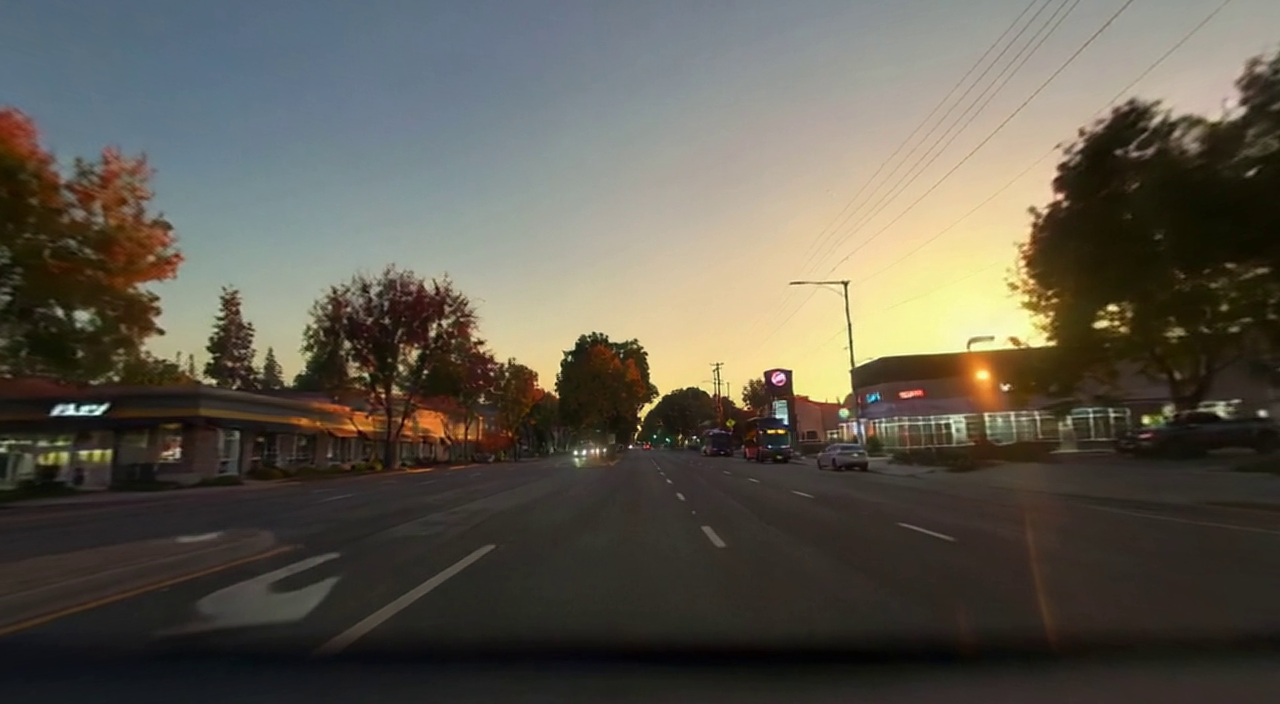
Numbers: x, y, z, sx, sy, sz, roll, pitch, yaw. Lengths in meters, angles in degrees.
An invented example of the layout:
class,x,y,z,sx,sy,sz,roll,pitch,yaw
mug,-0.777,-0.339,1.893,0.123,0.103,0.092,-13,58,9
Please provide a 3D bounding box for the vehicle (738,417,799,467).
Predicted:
class,x,y,z,sx,sy,sz,roll,pitch,yaw
vehicle,9.920,7.138,49.763,2.897,3.584,7.857,0,-9,-2

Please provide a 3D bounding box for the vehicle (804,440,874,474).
class,x,y,z,sx,sy,sz,roll,pitch,yaw
vehicle,10.265,5.449,32.953,2.085,1.630,4.403,0,-9,-1

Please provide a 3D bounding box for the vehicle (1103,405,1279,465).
class,x,y,z,sx,sy,sz,roll,pitch,yaw
vehicle,23.283,3.500,26.582,2.529,2.138,6.511,-1,-8,-1
